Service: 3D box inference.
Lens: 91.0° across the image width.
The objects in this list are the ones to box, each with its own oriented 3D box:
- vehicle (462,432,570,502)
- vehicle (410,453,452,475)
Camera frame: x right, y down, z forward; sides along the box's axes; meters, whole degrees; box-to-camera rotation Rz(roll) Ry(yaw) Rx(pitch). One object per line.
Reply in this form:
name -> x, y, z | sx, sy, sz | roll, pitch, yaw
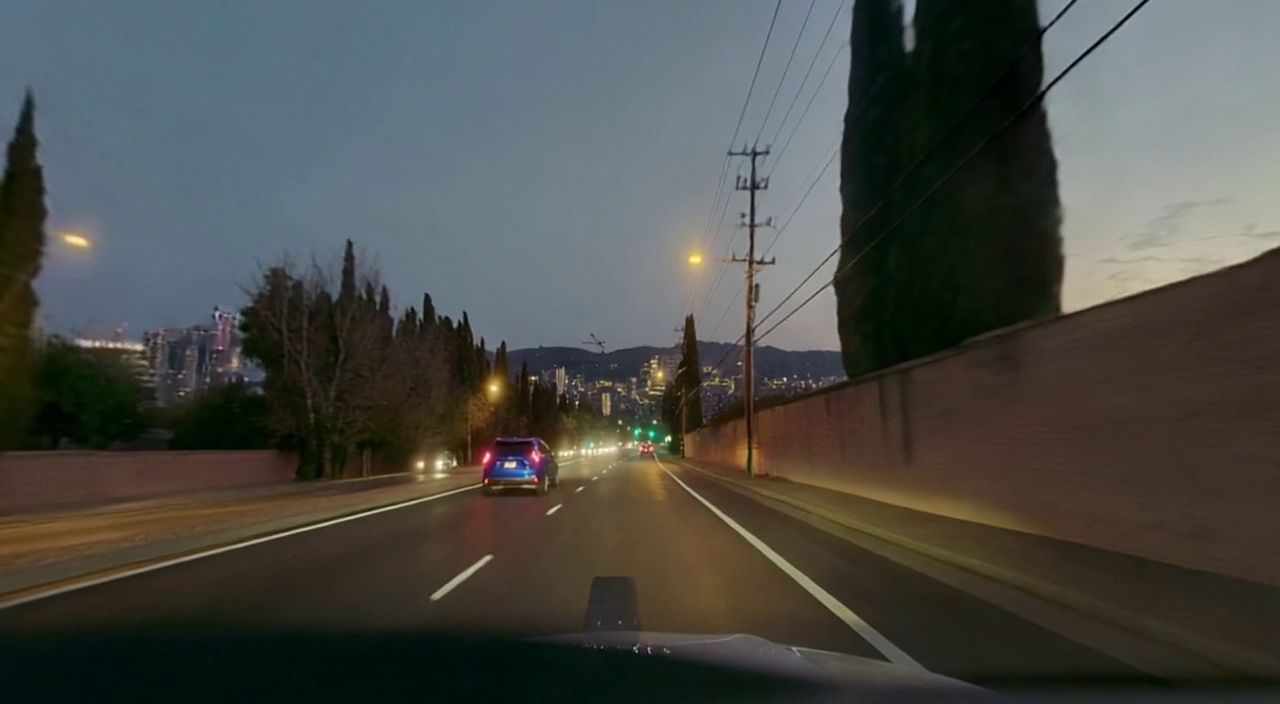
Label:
vehicle -> -3.379, 3.229, 18.137 | 2.147, 1.730, 4.555 | 0, -8, 0
vehicle -> -15.996, 8.582, 48.313 | 1.766, 1.554, 3.887 | 0, -8, 1
